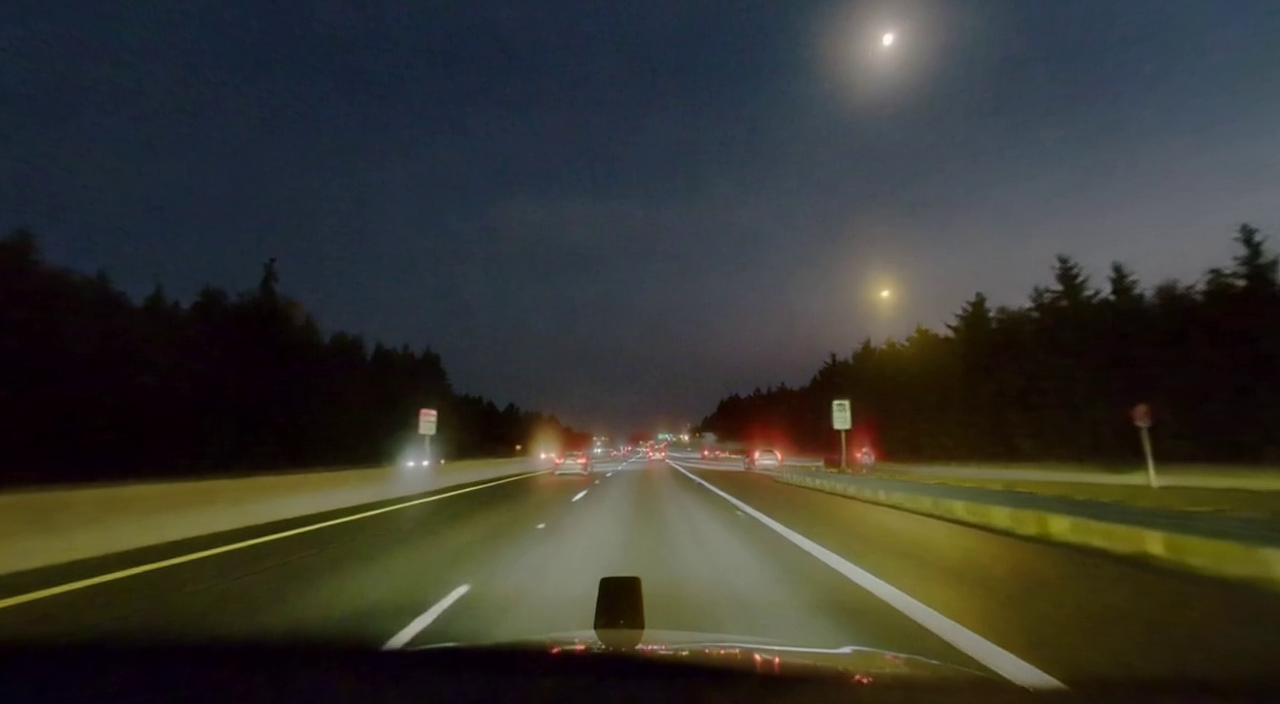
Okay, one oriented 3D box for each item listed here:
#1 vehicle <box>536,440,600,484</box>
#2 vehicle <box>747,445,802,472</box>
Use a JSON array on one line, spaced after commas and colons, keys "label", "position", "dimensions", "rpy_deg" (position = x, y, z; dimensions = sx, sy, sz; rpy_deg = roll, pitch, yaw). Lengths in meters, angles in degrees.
[{"label": "vehicle", "position": [-2.886, 4.490, 26.103], "dimensions": [2.037, 1.638, 4.274], "rpy_deg": [0, -9, 1]}, {"label": "vehicle", "position": [8.611, 6.847, 40.784], "dimensions": [2.021, 1.639, 4.203], "rpy_deg": [1, -9, -10]}]
